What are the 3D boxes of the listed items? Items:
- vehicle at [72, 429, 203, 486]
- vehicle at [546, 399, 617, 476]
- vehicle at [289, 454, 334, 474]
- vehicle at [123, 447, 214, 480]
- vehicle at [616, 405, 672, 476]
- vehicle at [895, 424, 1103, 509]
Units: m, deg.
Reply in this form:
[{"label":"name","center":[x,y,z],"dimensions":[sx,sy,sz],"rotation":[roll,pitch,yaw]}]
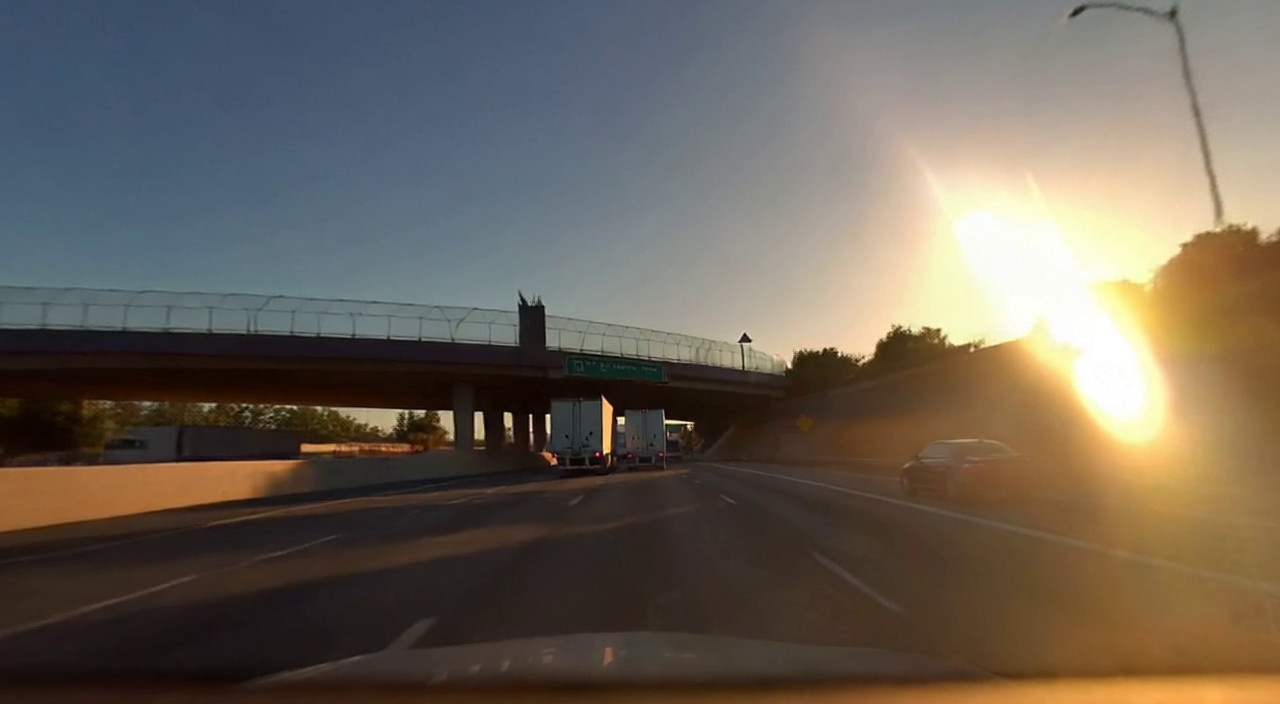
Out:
[{"label":"vehicle","center":[-35.971,7.544,45.630],"dimensions":[3.034,3.749,7.583],"rotation":[-1,-8,0]},{"label":"vehicle","center":[-3.232,5.292,38.529],"dimensions":[2.962,3.947,11.574],"rotation":[-1,-8,1]},{"label":"vehicle","center":[-25.347,8.636,48.770],"dimensions":[1.526,1.405,3.436],"rotation":[-1,-8,2]},{"label":"vehicle","center":[-32.086,7.587,43.149],"dimensions":[2.106,2.068,5.160],"rotation":[-1,-8,2]},{"label":"vehicle","center":[0.204,5.690,41.434],"dimensions":[3.054,3.944,11.230],"rotation":[-2,-7,0]},{"label":"vehicle","center":[7.612,2.470,14.032],"dimensions":[1.969,1.560,4.394],"rotation":[0,-8,-1]}]
